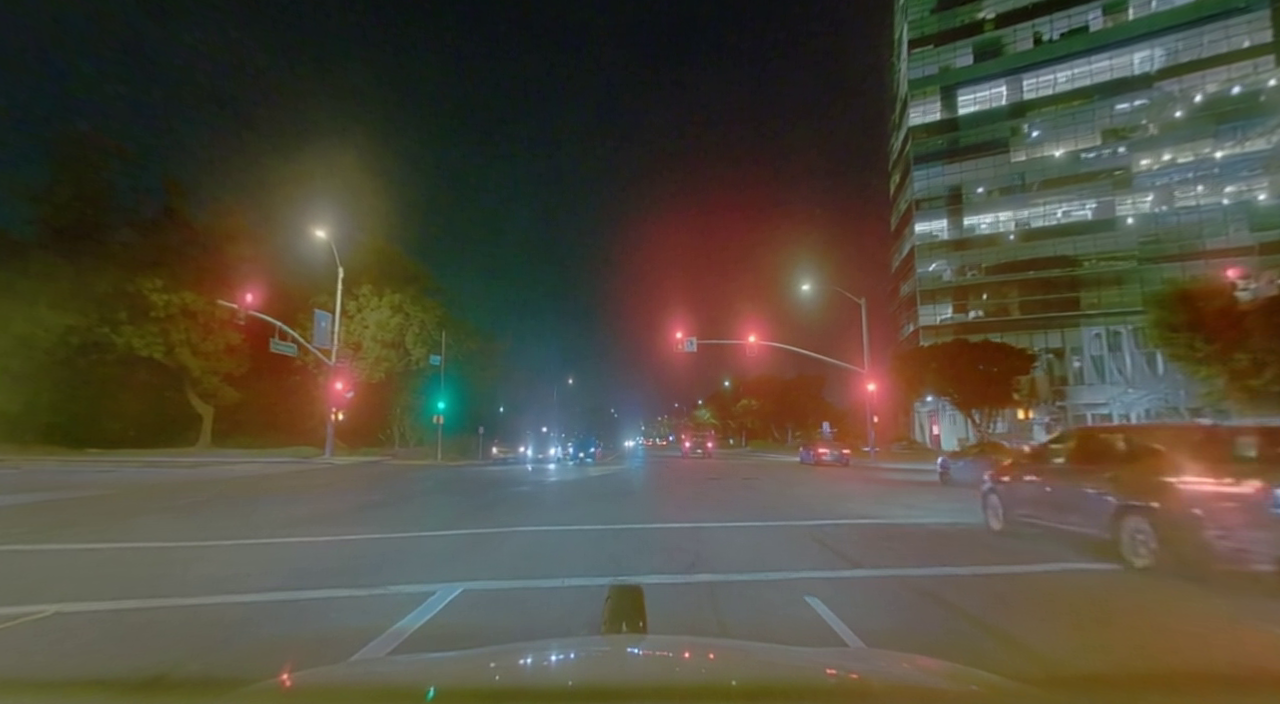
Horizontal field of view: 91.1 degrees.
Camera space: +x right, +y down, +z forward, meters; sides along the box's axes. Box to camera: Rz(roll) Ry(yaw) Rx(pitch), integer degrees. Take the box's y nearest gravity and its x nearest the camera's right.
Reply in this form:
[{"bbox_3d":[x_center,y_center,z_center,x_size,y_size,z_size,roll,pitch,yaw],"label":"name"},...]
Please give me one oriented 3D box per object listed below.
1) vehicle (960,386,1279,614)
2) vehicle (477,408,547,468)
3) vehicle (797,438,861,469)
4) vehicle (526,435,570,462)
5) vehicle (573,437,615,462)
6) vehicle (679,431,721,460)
[{"bbox_3d":[5.941,1.473,7.110,2.098,1.723,4.881,0,-9,1],"label":"vehicle"},{"bbox_3d":[-9.211,6.159,46.168,3.191,3.314,7.914,-6,-2,0],"label":"vehicle"},{"bbox_3d":[9.562,5.148,32.115,1.860,1.460,4.379,0,-9,0],"label":"vehicle"},{"bbox_3d":[-6.052,6.422,41.953,2.182,1.677,4.384,0,-9,1],"label":"vehicle"},{"bbox_3d":[-2.753,6.006,38.737,2.147,1.481,4.331,0,-9,2],"label":"vehicle"},{"bbox_3d":[3.828,6.081,40.837,2.203,1.801,4.331,0,-9,-1],"label":"vehicle"}]
